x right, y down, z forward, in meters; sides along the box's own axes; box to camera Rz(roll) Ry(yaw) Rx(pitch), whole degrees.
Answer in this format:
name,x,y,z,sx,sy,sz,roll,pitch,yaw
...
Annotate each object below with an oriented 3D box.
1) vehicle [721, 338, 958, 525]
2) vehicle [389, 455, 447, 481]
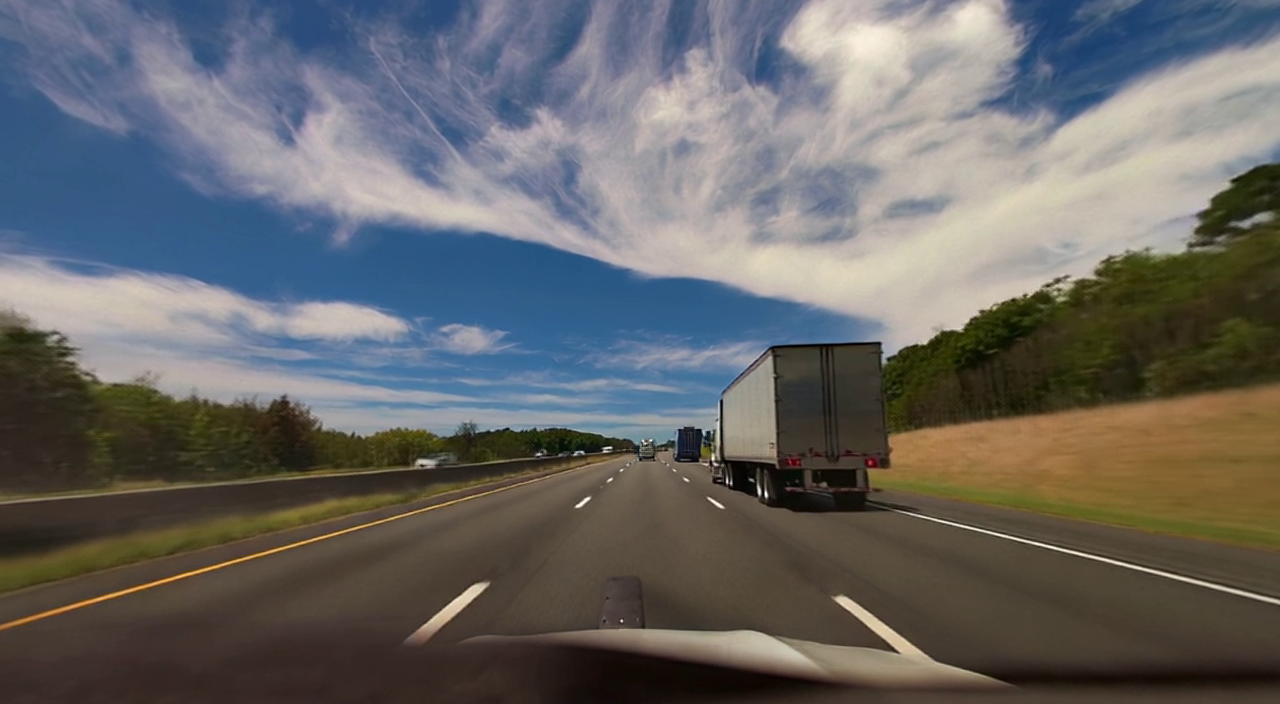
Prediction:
name,x,y,z,sx,sy,sz,roll,pitch,yaw
vehicle,4.159,2.099,15.918,2.960,3.381,8.914,0,-9,-1
vehicle,-14.008,7.328,40.111,1.984,1.488,4.545,0,-9,1
